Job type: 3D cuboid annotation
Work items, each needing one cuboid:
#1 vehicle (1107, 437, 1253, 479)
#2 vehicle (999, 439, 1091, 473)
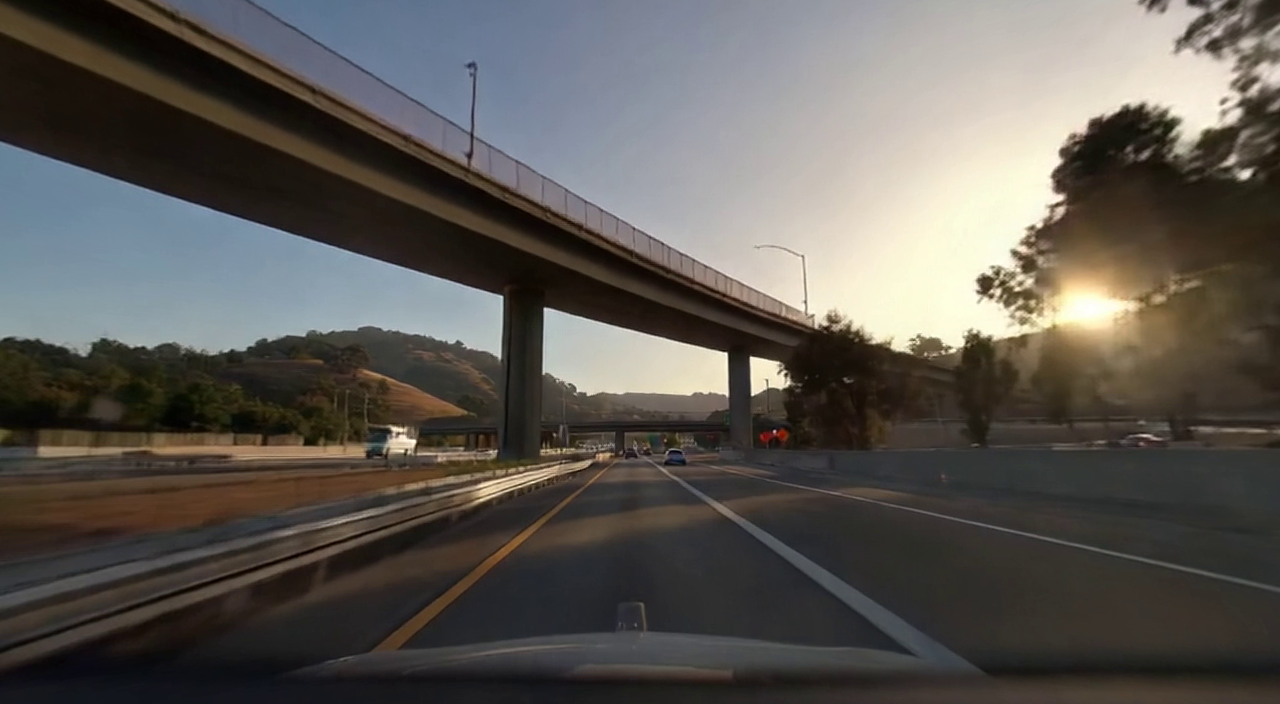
[{"bbox_3d":[21.162,4.179,25.071,1.885,1.510,4.372,0,-9,0],"label":"vehicle"},{"bbox_3d":[20.932,5.396,32.888,1.924,1.594,4.293,-1,-8,0],"label":"vehicle"}]
